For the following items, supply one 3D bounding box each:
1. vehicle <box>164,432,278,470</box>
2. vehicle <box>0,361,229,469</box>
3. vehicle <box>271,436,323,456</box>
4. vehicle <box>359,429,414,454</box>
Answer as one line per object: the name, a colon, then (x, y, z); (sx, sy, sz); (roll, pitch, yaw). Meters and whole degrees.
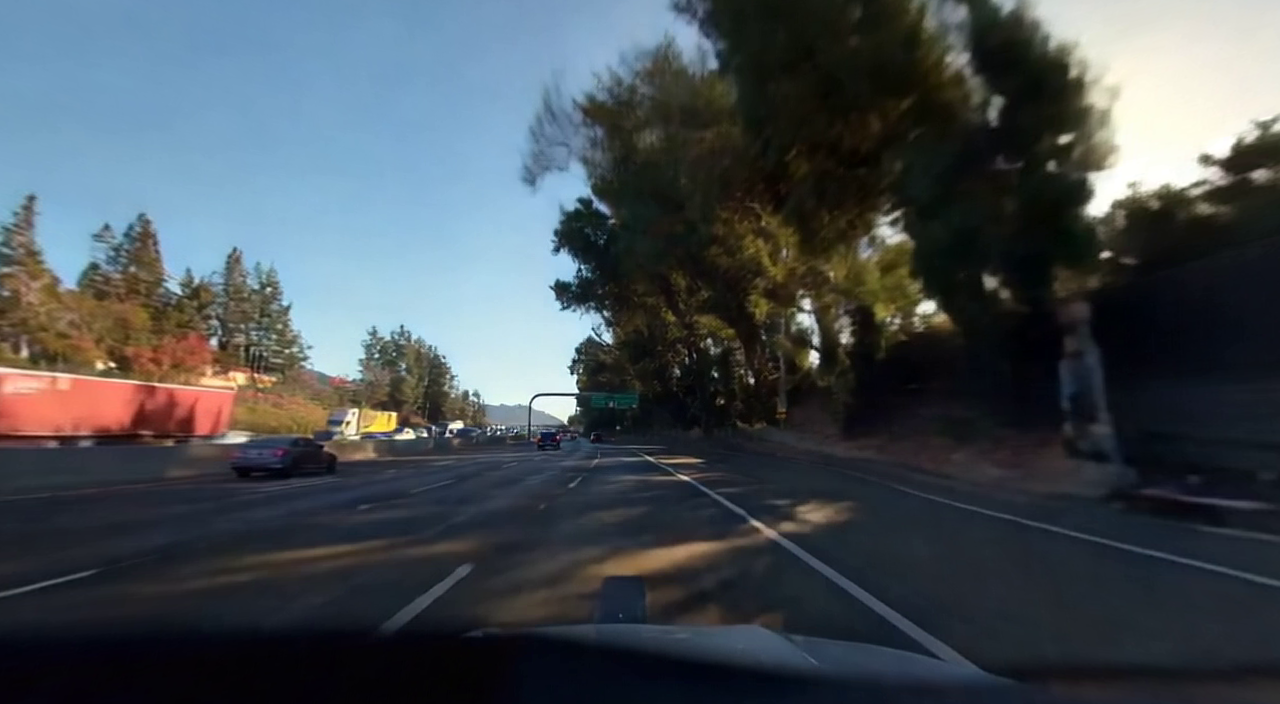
vehicle: (-17.667, 4.182, 26.871); (1.886, 1.449, 4.405); (0, -8, -1)
vehicle: (-25.554, 3.232, 30.058); (2.827, 4.008, 14.012); (0, -8, -1)
vehicle: (-26.272, 7.182, 48.396); (1.741, 1.455, 3.896); (0, -8, 1)
vehicle: (-18.583, 6.614, 46.502); (2.070, 1.725, 4.946); (0, -8, -1)
